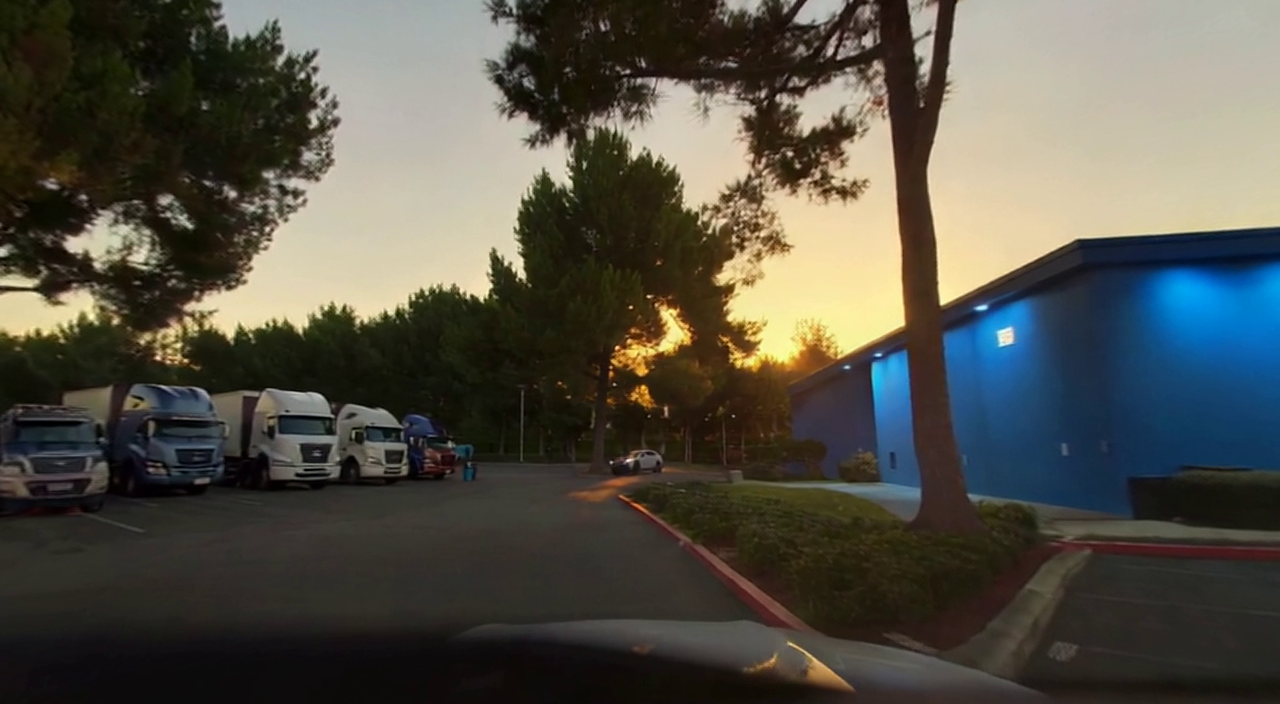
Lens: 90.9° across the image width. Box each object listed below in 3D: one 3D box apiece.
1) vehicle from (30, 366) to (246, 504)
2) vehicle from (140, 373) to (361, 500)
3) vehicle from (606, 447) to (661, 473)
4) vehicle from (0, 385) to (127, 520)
[{"bbox_3d":[-18.250,3.059,22.481,11.512,3.871,3.038,-7,-11,37],"label":"vehicle"},{"bbox_3d":[-15.825,3.445,25.002,11.906,4.069,2.948,-7,-11,36],"label":"vehicle"},{"bbox_3d":[-0.356,6.697,39.145,1.809,1.506,3.473,-6,-11,33],"label":"vehicle"},{"bbox_3d":[-16.966,2.721,17.094,7.819,3.007,2.674,-7,-11,37],"label":"vehicle"}]
